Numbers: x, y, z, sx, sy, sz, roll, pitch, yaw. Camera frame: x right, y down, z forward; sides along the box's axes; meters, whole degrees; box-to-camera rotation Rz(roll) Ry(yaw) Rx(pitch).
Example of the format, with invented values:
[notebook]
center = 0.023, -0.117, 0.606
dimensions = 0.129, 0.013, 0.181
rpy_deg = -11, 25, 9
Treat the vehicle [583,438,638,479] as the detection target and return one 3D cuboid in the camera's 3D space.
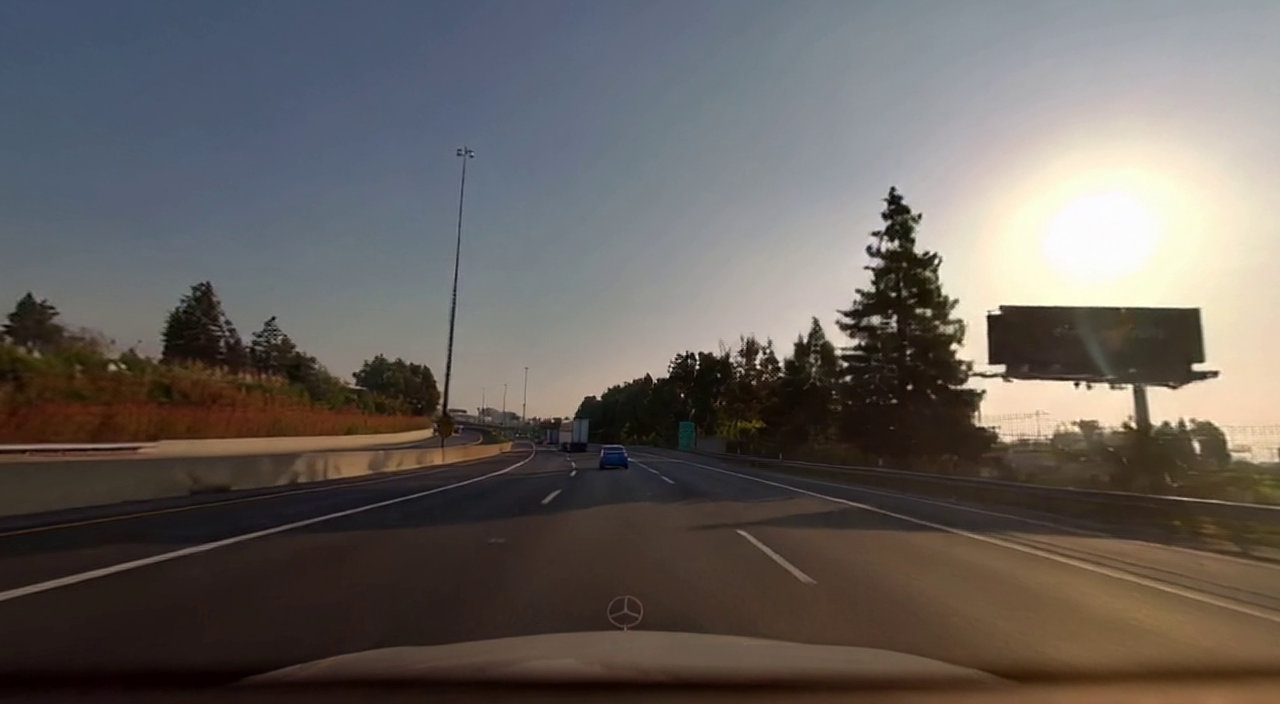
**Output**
[vehicle]
center = -1.225, 4.270, 25.581
dimensions = 2.042, 1.528, 4.300
rpy_deg = 1, -8, -4
